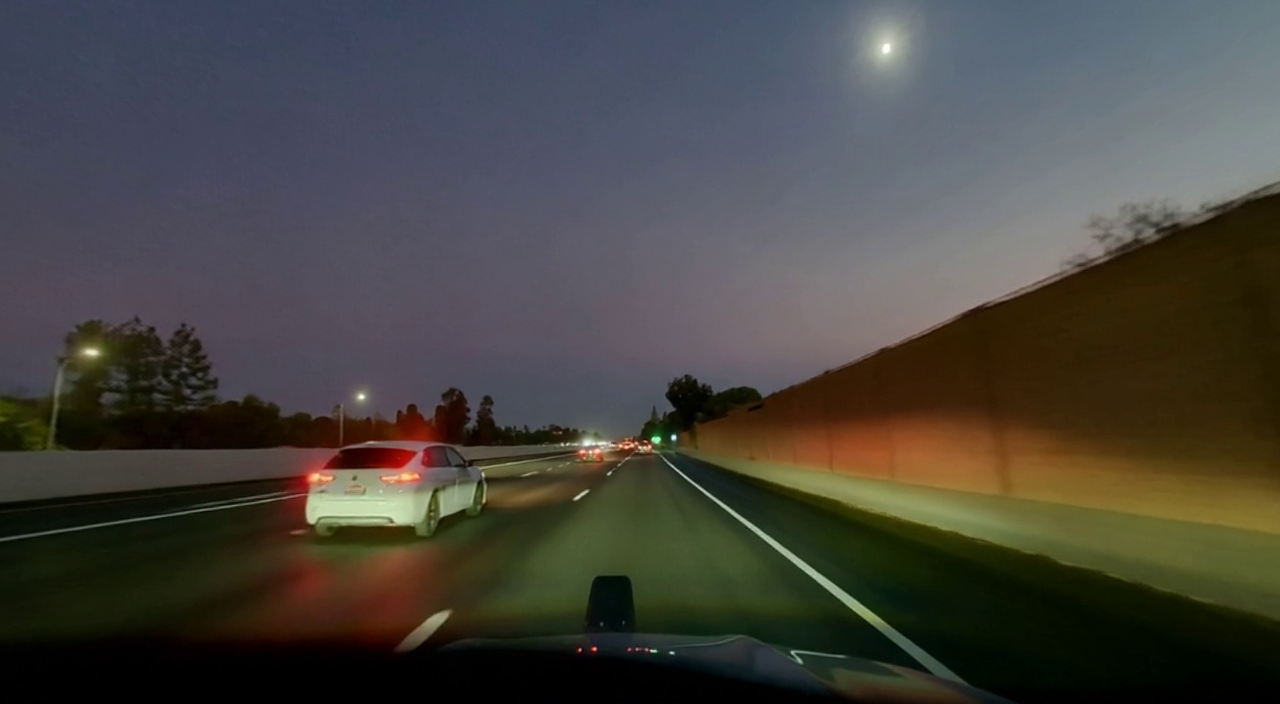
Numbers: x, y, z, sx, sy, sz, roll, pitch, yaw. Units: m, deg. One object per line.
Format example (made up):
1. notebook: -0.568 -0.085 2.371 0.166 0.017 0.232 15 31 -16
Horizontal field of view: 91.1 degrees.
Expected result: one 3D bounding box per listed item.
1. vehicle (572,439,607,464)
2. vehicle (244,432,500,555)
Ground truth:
1. vehicle: -3.512 7.090 44.757 2.036 1.636 4.511 0 -8 1
2. vehicle: -3.824 2.095 10.133 1.945 1.484 4.803 0 -8 1
